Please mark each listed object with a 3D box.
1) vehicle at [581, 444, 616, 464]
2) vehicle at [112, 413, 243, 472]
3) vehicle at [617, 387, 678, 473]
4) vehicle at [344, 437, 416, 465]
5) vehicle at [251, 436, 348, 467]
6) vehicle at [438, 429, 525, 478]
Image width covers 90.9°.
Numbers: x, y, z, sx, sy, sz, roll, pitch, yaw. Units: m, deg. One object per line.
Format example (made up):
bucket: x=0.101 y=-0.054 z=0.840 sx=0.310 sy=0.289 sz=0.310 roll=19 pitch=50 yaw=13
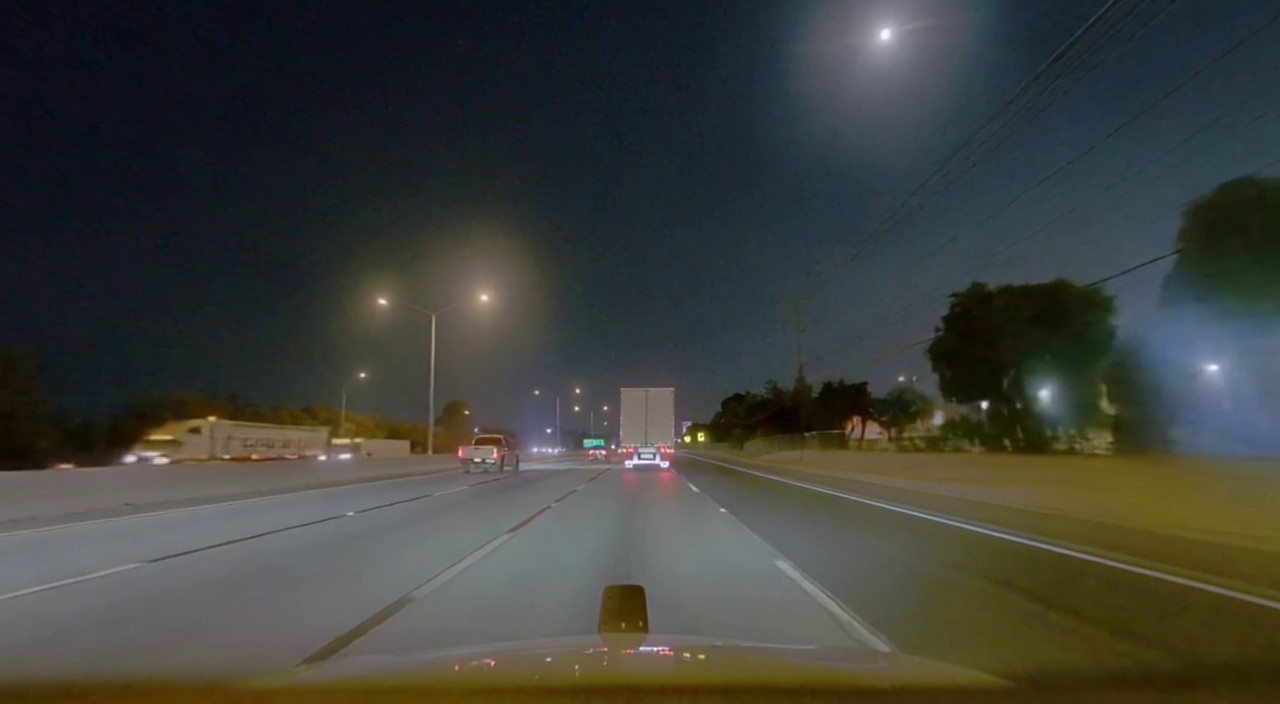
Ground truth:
vehicle: x=-3.082 y=7.713 z=47.949 sx=2.138 sy=1.469 sz=4.677 roll=-1 pitch=-8 yaw=3
vehicle: x=-32.612 y=6.472 z=45.029 sx=3.037 sy=3.770 sz=7.991 roll=0 pitch=-8 yaw=1
vehicle: x=0.567 y=4.521 z=35.638 sx=2.879 sy=4.027 sz=11.243 roll=-1 pitch=-8 yaw=2
vehicle: x=-17.778 y=6.785 z=43.542 sx=2.331 sy=1.778 sz=6.072 roll=0 pitch=-8 yaw=1
vehicle: x=-21.908 y=6.436 z=40.989 sx=2.849 sy=1.831 sz=6.164 roll=0 pitch=-8 yaw=1
vehicle: x=-6.920 y=4.531 z=28.327 sx=2.263 sy=1.936 sz=5.802 roll=0 pitch=-8 yaw=2
